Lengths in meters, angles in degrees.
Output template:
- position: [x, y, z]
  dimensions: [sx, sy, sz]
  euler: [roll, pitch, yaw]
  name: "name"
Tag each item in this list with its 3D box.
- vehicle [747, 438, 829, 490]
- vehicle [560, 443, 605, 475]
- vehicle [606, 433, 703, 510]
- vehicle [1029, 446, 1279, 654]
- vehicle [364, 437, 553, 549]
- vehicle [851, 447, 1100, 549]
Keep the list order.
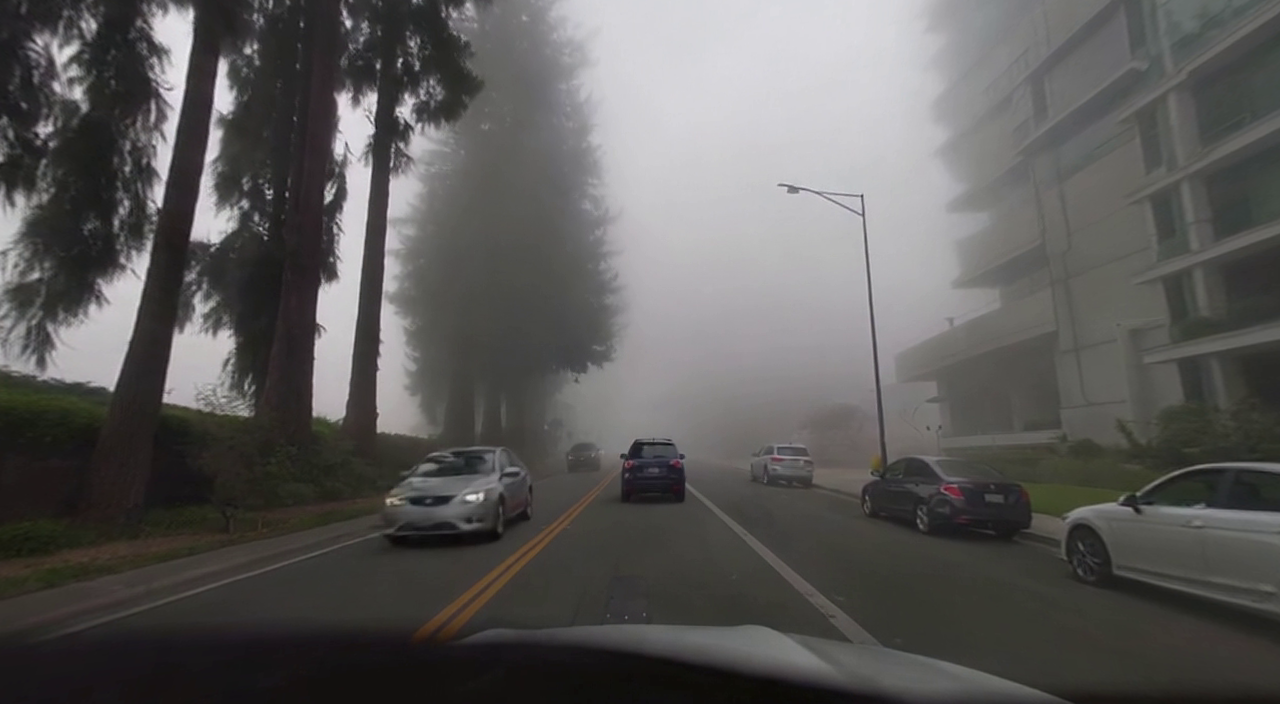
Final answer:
- position: [5.668, 4.336, 24.812]
  dimensions: [2.059, 1.813, 4.637]
  euler: [0, -8, -1]
  name: "vehicle"
- position: [-3.281, 6.235, 37.023]
  dimensions: [2.167, 1.717, 4.448]
  euler: [0, -9, 1]
  name: "vehicle"
- position: [0.346, 2.892, 15.697]
  dimensions: [2.105, 1.653, 3.887]
  euler: [0, -8, 1]
  name: "vehicle"
- position: [5.521, 1.509, 5.078]
  dimensions: [1.809, 1.478, 4.623]
  euler: [0, -8, 0]
  name: "vehicle"
- position: [-2.795, 2.259, 10.810]
  dimensions: [1.979, 1.534, 4.076]
  euler: [0, -8, 1]
  name: "vehicle"
- position: [5.683, 2.481, 11.596]
  dimensions: [1.852, 1.452, 4.852]
  euler: [0, -8, -1]
  name: "vehicle"
